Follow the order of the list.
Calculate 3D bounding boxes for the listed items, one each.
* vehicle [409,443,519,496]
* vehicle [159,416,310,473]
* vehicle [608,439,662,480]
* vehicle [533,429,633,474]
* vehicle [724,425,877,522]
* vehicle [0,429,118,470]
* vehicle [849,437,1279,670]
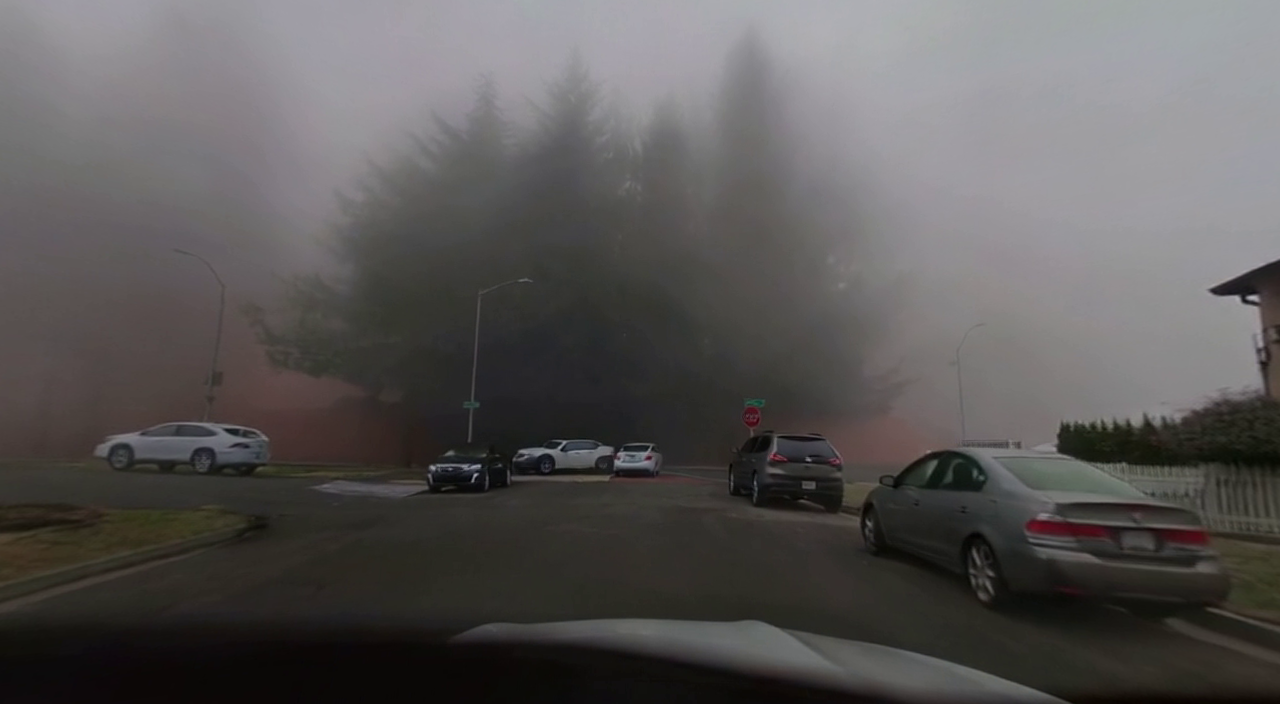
[{"bbox_3d":[-5.234,3.546,19.426,1.999,1.441,4.628,0,-9,1],"label":"vehicle"},{"bbox_3d":[-16.087,3.762,25.449,2.320,2.030,5.730,0,-9,-1],"label":"vehicle"},{"bbox_3d":[-0.246,4.293,25.336,2.010,1.499,4.107,0,-9,-2],"label":"vehicle"},{"bbox_3d":[-3.380,5.691,36.162,2.772,2.319,6.249,6,-11,-37],"label":"vehicle"},{"bbox_3d":[3.355,2.614,14.166,2.144,1.751,4.472,2,-8,-2],"label":"vehicle"},{"bbox_3d":[-24.258,3.996,25.764,1.852,1.518,4.438,0,-9,-1],"label":"vehicle"},{"bbox_3d":[3.824,1.628,6.288,1.876,1.477,4.324,0,-8,-1],"label":"vehicle"}]
